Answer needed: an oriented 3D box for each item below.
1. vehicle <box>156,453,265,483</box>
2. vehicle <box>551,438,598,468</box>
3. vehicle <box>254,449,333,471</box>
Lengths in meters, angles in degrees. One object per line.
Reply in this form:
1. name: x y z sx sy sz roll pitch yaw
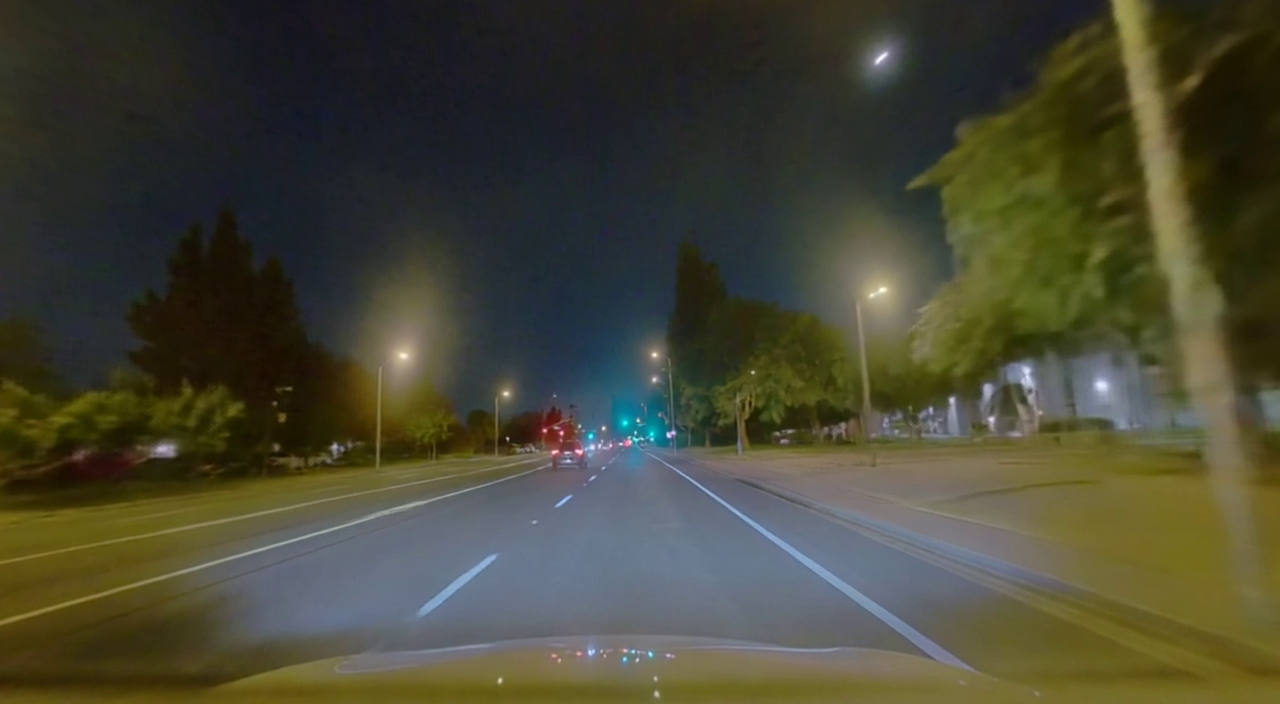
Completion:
1. vehicle: -22.252 5.986 32.845 4.252 1.458 1.915 0 -8 1
2. vehicle: -3.453 5.425 34.114 2.030 1.467 4.251 0 -8 0
3. vehicle: -24.020 7.458 43.919 4.235 1.456 2.171 0 -8 1
